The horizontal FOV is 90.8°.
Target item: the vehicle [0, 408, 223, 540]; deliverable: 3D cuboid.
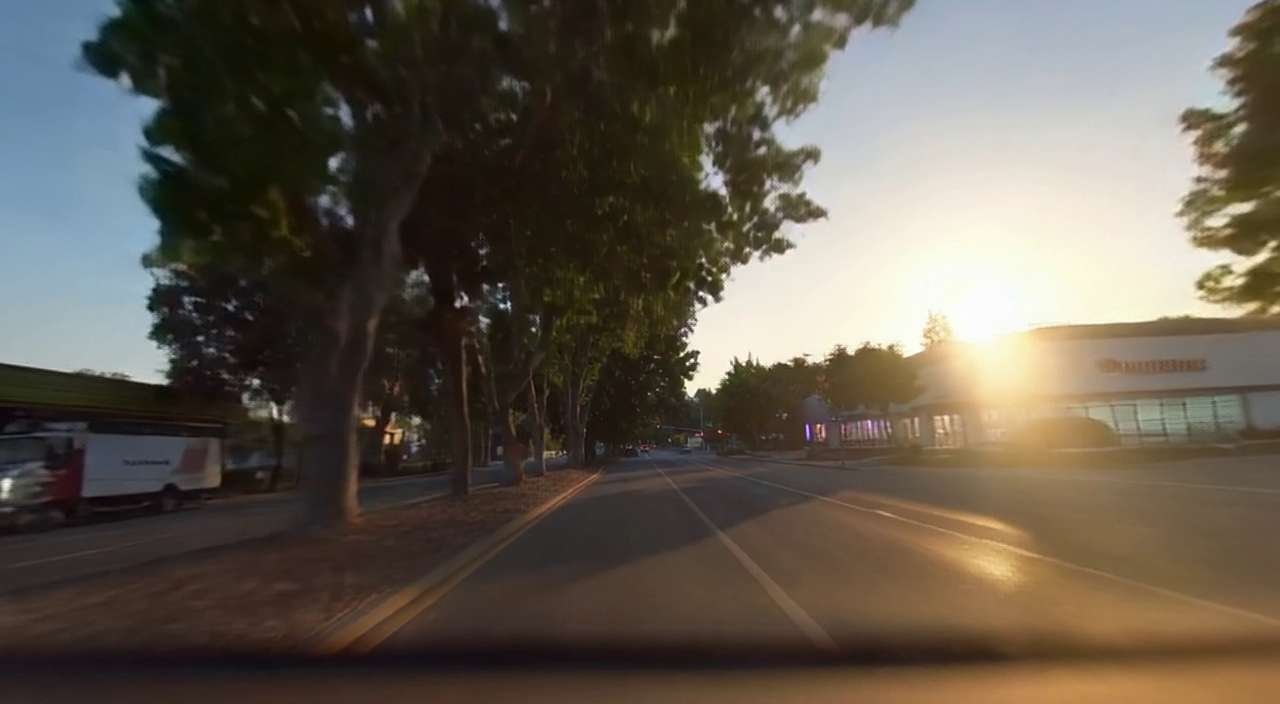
[{"bbox_3d":[-19.512,4.127,22.467,2.966,3.698,9.217,0,-9,0],"label":"vehicle"}]
